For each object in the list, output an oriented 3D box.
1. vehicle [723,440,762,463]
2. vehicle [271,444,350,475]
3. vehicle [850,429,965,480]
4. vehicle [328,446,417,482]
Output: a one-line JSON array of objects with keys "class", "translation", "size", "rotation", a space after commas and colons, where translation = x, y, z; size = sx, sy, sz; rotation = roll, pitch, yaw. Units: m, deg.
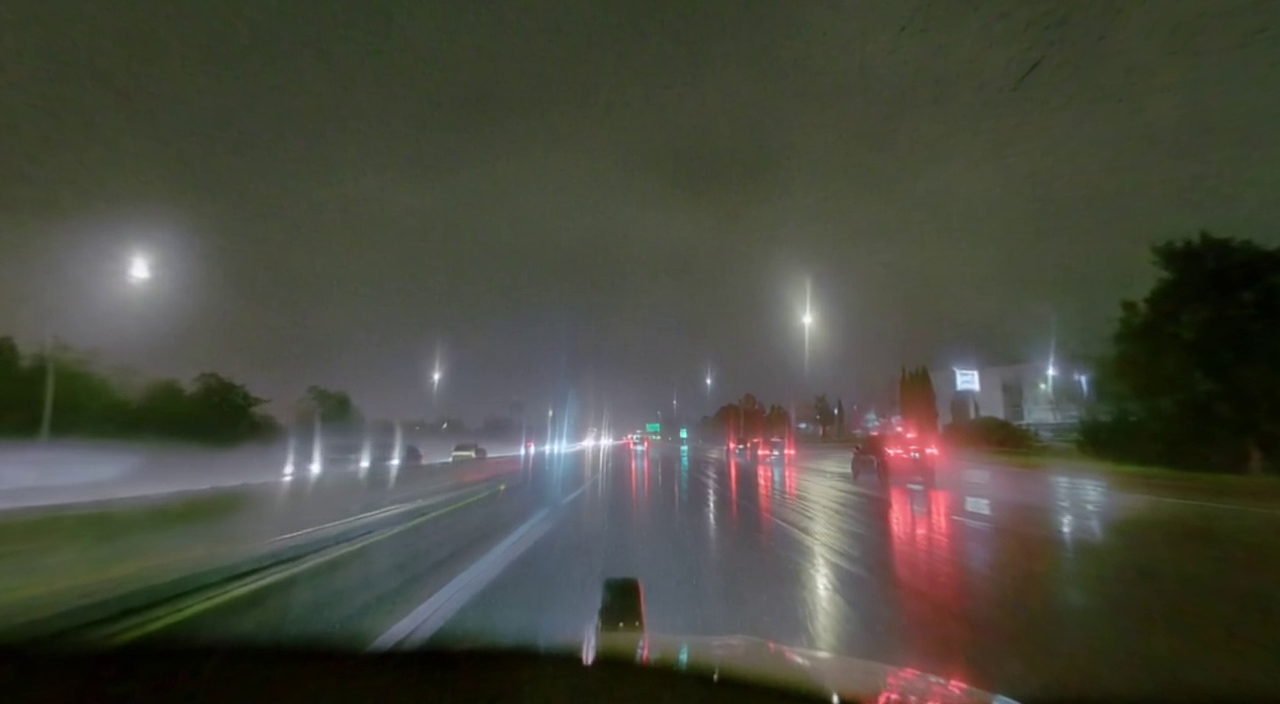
[{"class": "vehicle", "translation": [7.540, 7.358, 46.683], "size": [2.053, 1.553, 4.463], "rotation": [0, -9, -1]}, {"class": "vehicle", "translation": [-20.706, 6.761, 39.852], "size": [2.032, 1.777, 5.300], "rotation": [0, -9, 1]}, {"class": "vehicle", "translation": [11.127, 4.321, 26.782], "size": [2.387, 1.936, 5.646], "rotation": [0, -9, 0]}, {"class": "vehicle", "translation": [-12.824, 5.403, 30.638], "size": [2.184, 1.581, 4.768], "rotation": [0, -9, 1]}]
